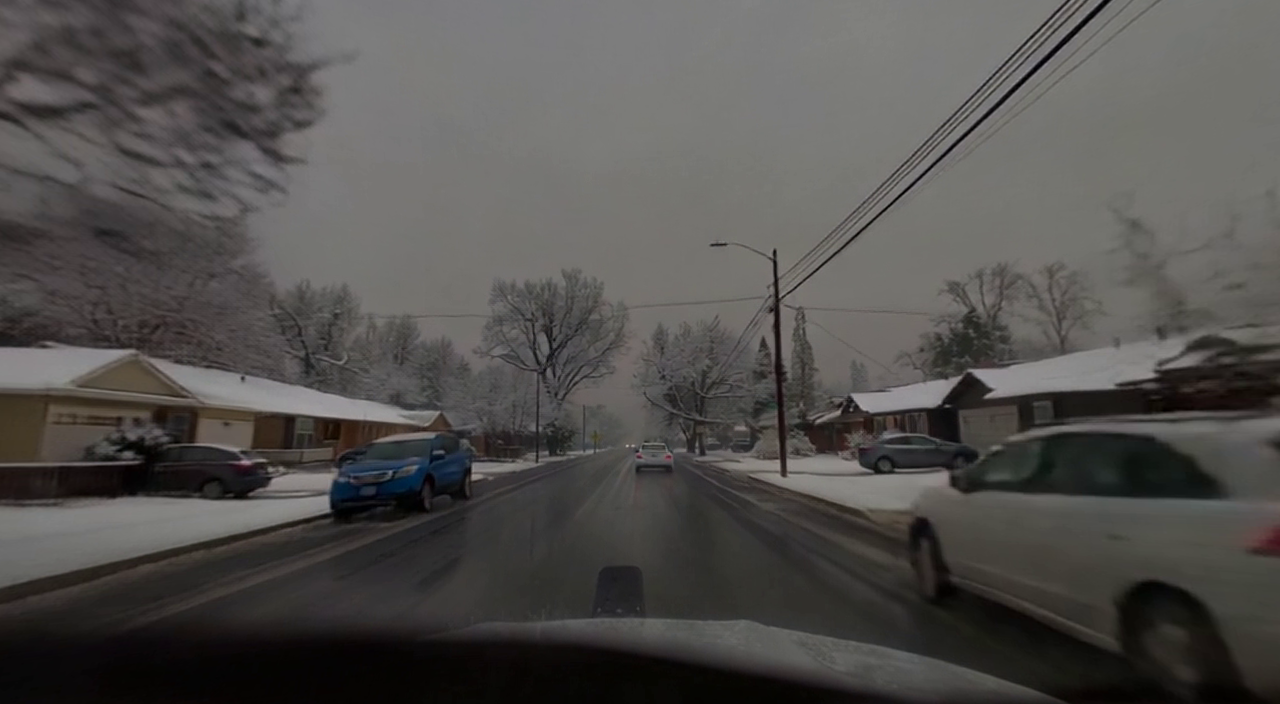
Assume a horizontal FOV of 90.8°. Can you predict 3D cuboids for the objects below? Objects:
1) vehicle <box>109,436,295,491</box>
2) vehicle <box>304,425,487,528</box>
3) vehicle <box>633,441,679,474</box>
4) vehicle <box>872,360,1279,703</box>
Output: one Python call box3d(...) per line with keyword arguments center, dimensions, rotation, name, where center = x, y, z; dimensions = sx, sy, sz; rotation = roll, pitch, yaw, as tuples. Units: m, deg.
box3d(center=(-12.849, 3.270, 18.732), dimensions=(4.129, 1.523, 1.839), rotation=(0, -8, 2), name="vehicle")
box3d(center=(-5.144, 2.651, 14.213), dimensions=(2.126, 1.816, 4.796), rotation=(-3, -8, 1), name="vehicle")
box3d(center=(0.703, 4.919, 29.738), dimensions=(2.000, 1.449, 4.006), rotation=(0, -8, 0), name="vehicle")
box3d(center=(3.451, 1.182, 4.477), dimensions=(1.978, 1.690, 4.306), rotation=(0, -8, 0), name="vehicle")
